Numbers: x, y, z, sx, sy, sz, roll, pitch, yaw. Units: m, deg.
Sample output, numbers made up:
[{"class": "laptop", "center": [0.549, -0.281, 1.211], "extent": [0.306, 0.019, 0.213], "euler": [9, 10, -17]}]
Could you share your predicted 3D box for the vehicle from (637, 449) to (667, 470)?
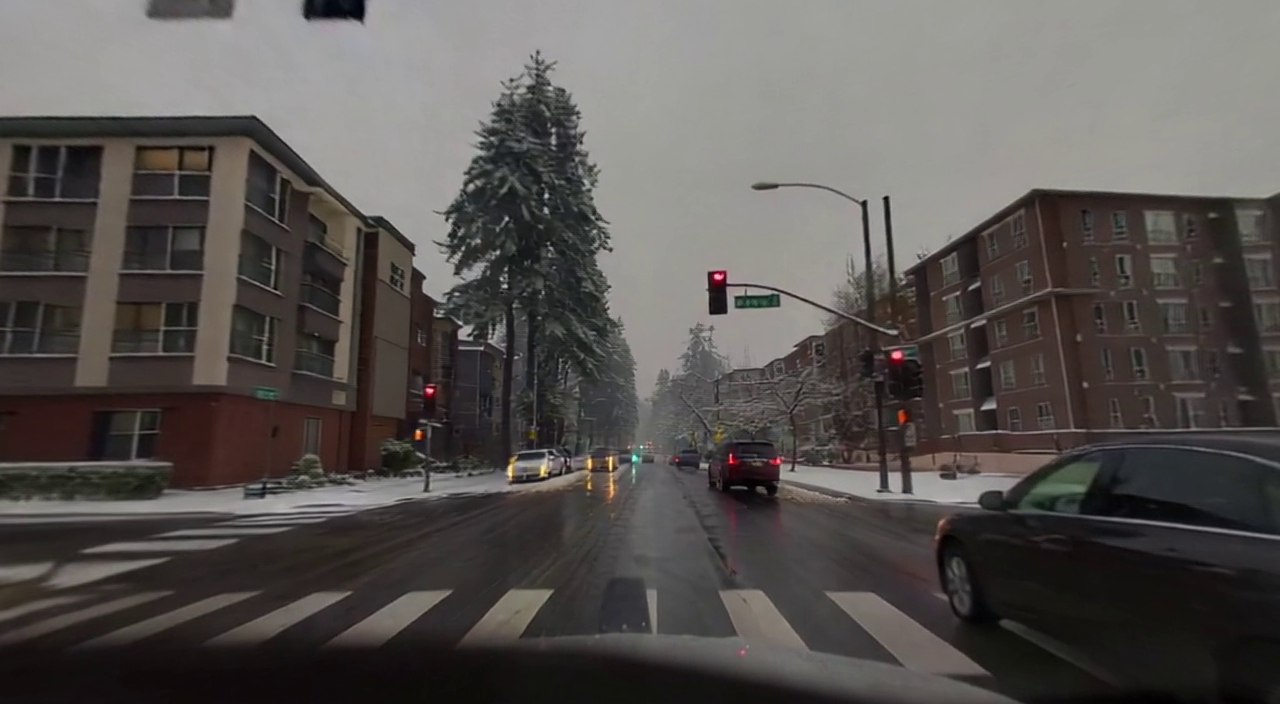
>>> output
[{"class": "vehicle", "center": [0.832, 7.775, 45.790], "extent": [2.097, 1.463, 4.043], "euler": [0, -9, -1]}]

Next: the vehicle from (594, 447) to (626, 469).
[{"class": "vehicle", "center": [-2.267, 8.238, 49.109], "extent": [2.148, 1.651, 4.543], "euler": [0, -9, 1]}]

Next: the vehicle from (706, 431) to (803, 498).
[{"class": "vehicle", "center": [3.479, 3.531, 20.124], "extent": [2.199, 1.872, 4.513], "euler": [0, -9, 0]}]

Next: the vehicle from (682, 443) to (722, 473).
[{"class": "vehicle", "center": [4.025, 6.961, 41.671], "extent": [2.102, 1.818, 4.508], "euler": [0, -9, 0]}]

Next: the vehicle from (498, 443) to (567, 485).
[{"class": "vehicle", "center": [-5.316, 5.632, 32.120], "extent": [2.350, 1.929, 5.772], "euler": [0, -9, 1]}]

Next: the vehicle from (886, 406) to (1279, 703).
[{"class": "vehicle", "center": [3.207, 1.082, 3.088], "extent": [2.078, 1.488, 4.741], "euler": [0, -9, 0]}]
